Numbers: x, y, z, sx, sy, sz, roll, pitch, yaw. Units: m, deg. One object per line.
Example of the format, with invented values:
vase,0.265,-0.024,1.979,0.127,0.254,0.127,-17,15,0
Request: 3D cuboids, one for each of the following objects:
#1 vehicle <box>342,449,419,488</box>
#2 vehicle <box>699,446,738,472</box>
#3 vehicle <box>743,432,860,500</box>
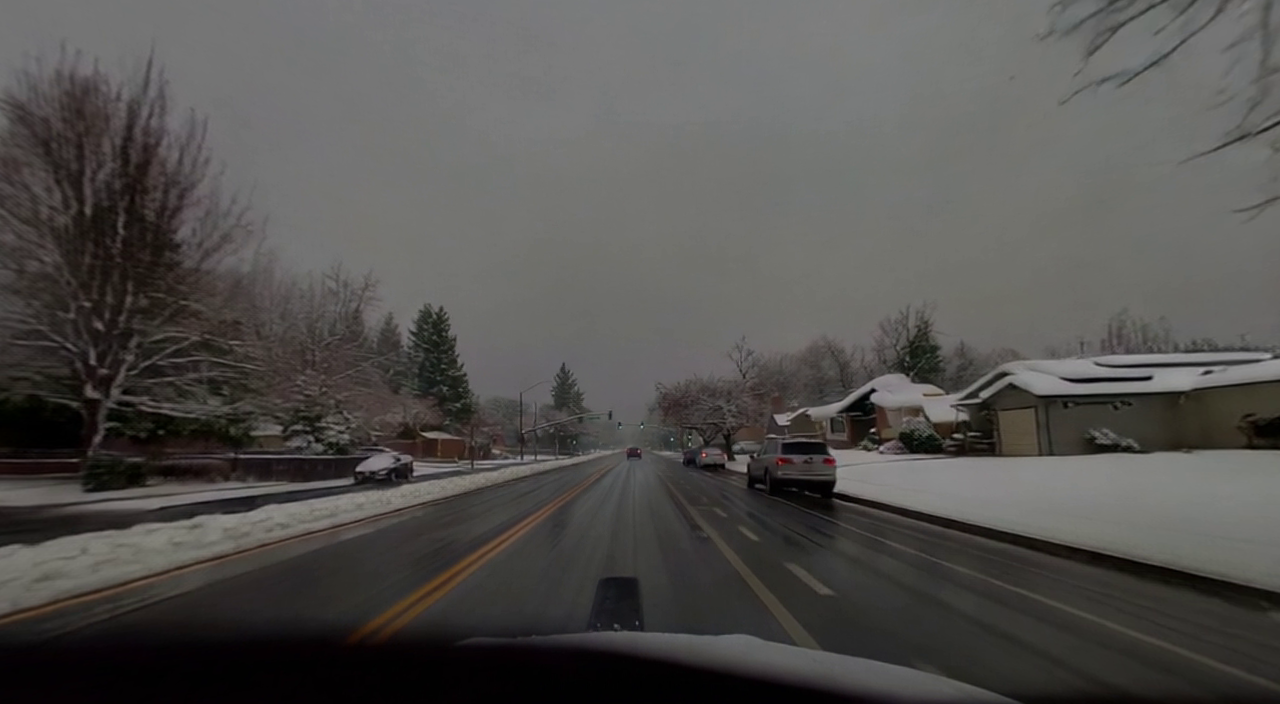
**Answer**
vehicle,-12.379,5.538,30.412,1.939,1.537,4.197,-3,-7,0
vehicle,4.774,6.548,38.901,1.875,1.540,3.402,0,-8,-1
vehicle,4.721,3.411,19.326,2.180,1.782,4.790,0,-8,-1
